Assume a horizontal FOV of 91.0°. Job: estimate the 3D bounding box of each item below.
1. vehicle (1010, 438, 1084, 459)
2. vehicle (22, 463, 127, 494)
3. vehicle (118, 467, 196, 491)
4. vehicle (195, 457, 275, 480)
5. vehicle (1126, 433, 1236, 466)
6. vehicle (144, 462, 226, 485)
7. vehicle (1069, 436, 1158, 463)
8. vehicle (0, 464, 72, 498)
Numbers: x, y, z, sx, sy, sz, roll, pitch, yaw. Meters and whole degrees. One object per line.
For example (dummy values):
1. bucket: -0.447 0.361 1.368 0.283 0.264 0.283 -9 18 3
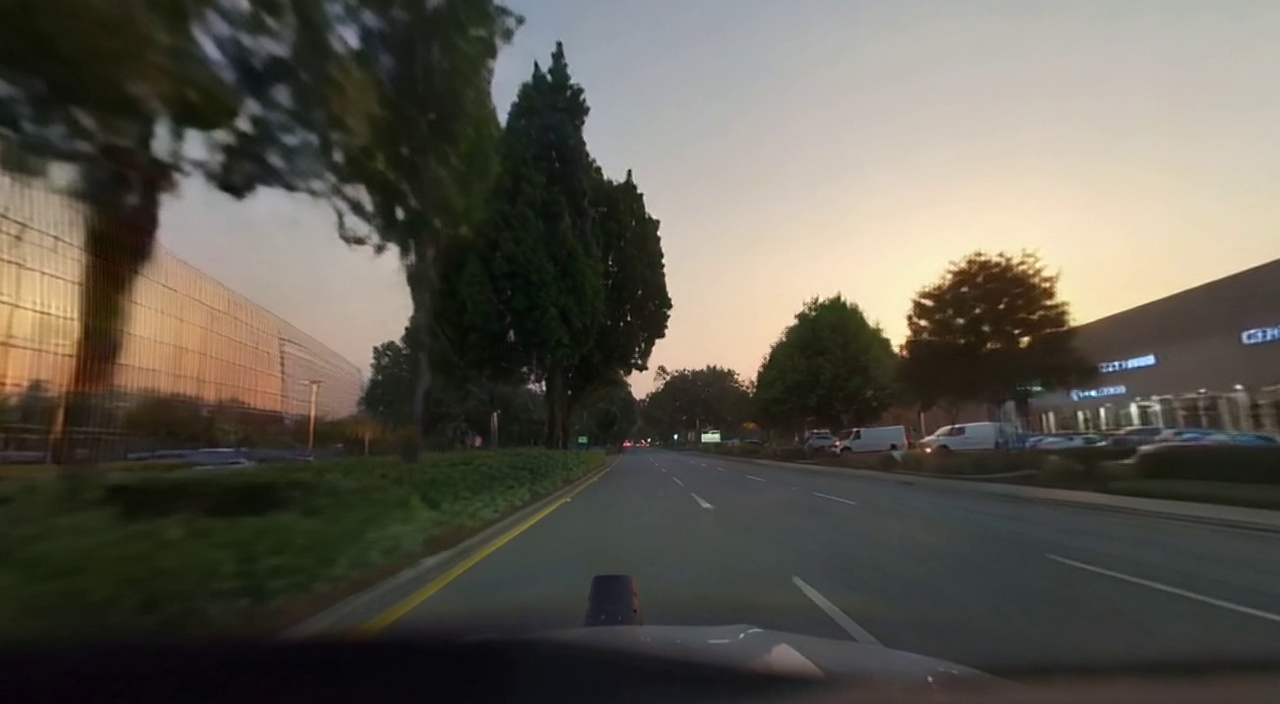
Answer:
1. vehicle: 31.103 7.389 48.186 4.211 1.574 1.973 -1 -8 5
2. vehicle: -29.456 6.579 32.868 3.418 1.373 2.115 -1 -8 0
3. vehicle: -29.325 7.714 38.293 3.322 1.358 1.617 0 -9 -2
4. vehicle: -29.578 8.489 46.028 4.350 1.512 2.145 0 -8 -2
5. vehicle: 31.850 5.749 37.138 4.525 1.834 2.118 0 -8 -3
6. vehicle: -29.400 7.853 40.742 3.739 1.432 1.902 0 -9 -1
7. vehicle: 31.988 6.567 42.580 4.301 1.760 2.057 0 -8 -1
8. vehicle: -29.724 6.103 29.888 3.506 1.452 2.035 0 -9 1
